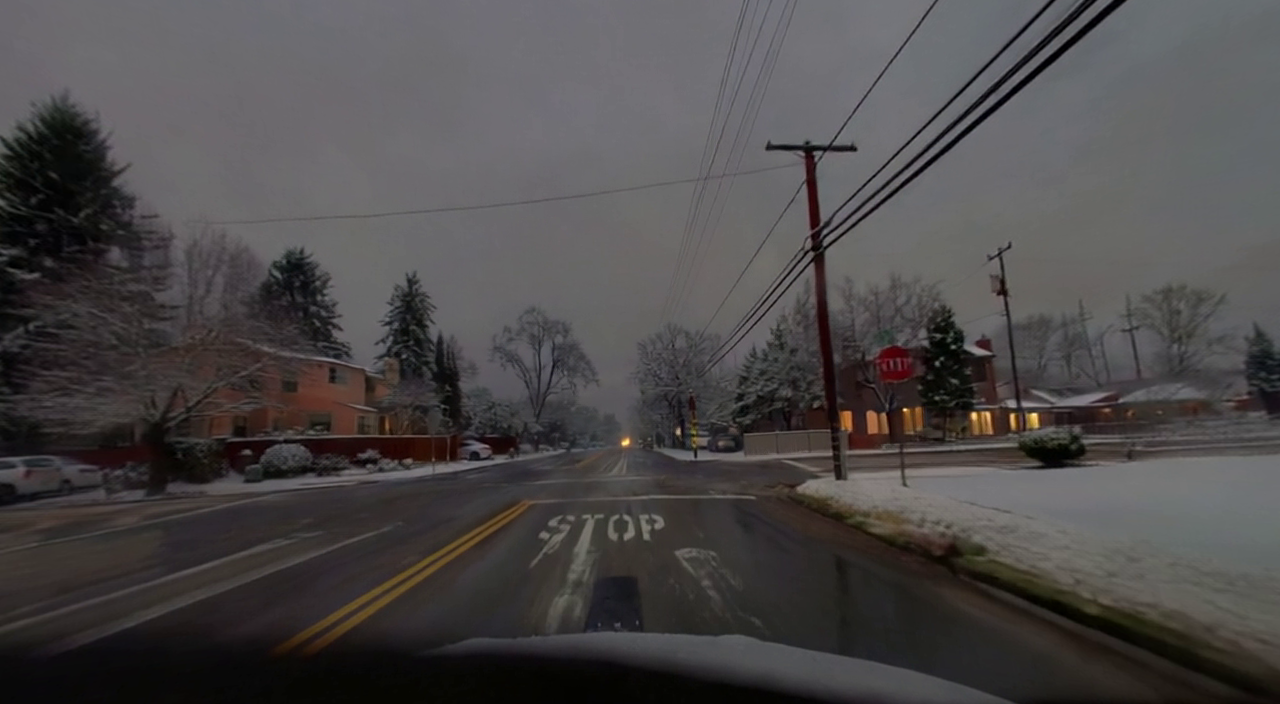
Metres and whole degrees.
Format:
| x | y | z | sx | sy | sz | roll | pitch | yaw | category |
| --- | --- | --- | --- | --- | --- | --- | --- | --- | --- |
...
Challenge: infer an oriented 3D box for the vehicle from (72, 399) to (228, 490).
| x | y | z | sx | sy | sz | roll | pitch | yaw | category |
| --- | --- | --- | --- | --- | --- | --- | --- | --- | --- |
| -20.187 | 4.113 | 26.787 | 2.842 | 3.181 | 8.576 | 5 | -12 | -22 | vehicle |

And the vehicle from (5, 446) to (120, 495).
| x | y | z | sx | sy | sz | roll | pitch | yaw | category |
| --- | --- | --- | --- | --- | --- | --- | --- | --- | --- |
| -23.667 | 4.821 | 26.119 | 2.083 | 1.802 | 4.455 | 4 | -9 | -24 | vehicle |
